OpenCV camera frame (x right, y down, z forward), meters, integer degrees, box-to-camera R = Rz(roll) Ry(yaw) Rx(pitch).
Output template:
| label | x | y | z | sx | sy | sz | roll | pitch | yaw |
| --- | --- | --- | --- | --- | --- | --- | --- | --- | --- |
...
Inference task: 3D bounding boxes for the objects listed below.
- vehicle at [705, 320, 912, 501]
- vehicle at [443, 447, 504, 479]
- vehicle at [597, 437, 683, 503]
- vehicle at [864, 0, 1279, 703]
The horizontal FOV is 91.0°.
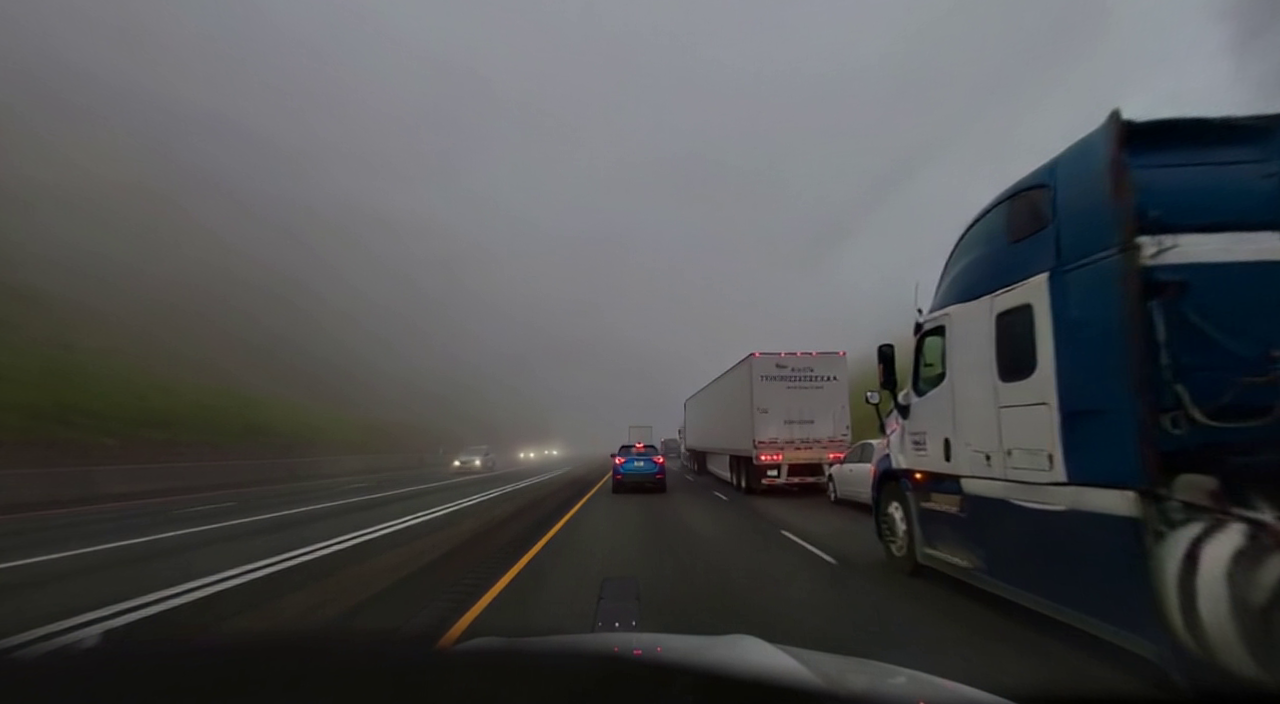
| label | x | y | z | sx | sy | sz | roll | pitch | yaw |
| --- | --- | --- | --- | --- | --- | --- | --- | --- | --- |
| vehicle | 4.383 | 2.012 | 19.530 | 3.235 | 4.197 | 9.908 | 0 | -8 | -3 |
| vehicle | -9.818 | 6.576 | 37.487 | 2.259 | 1.699 | 4.510 | -1 | -8 | 2 |
| vehicle | -0.030 | 3.066 | 16.841 | 2.045 | 1.507 | 3.763 | 0 | -8 | -1 |
| vehicle | 4.235 | -0.062 | 3.727 | 3.150 | 4.051 | 6.527 | 0 | -8 | -1 |
